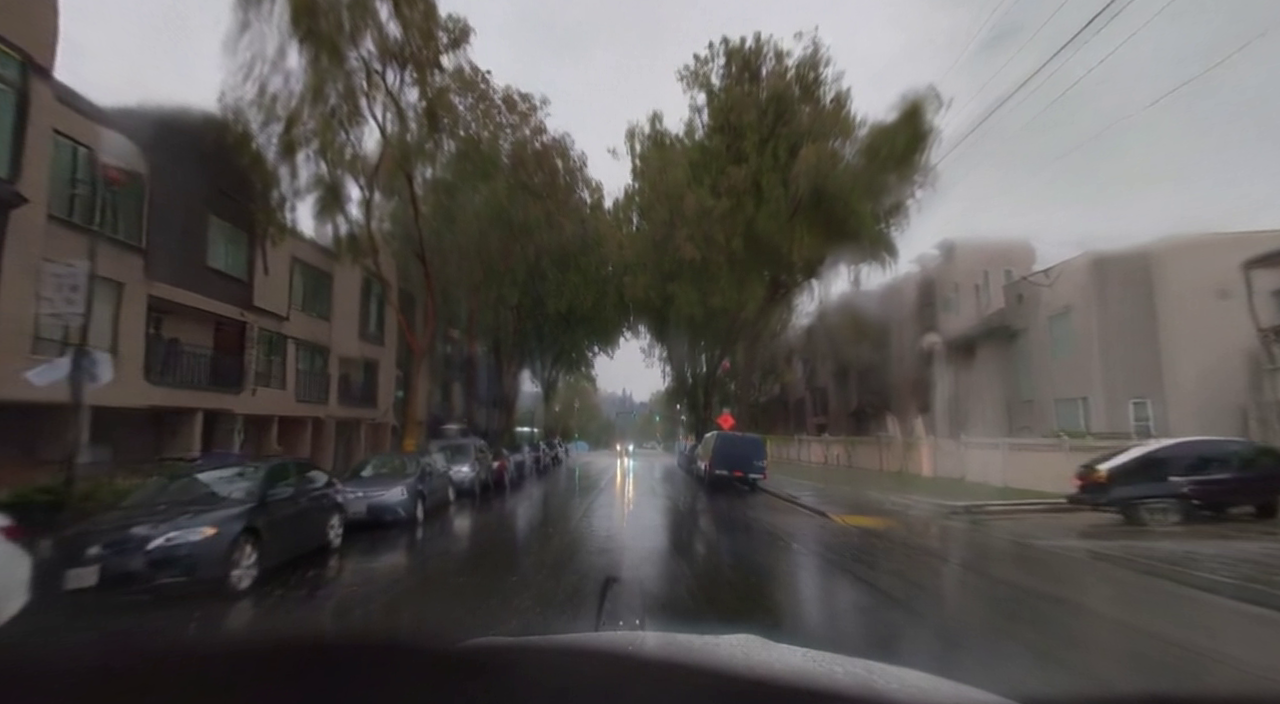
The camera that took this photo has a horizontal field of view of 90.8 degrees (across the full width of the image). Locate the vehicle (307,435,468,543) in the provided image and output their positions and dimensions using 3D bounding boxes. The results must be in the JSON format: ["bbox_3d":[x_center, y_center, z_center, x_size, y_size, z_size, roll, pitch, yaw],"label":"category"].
[{"bbox_3d":[-5.247,2.811,13.833,1.837,1.499,4.443,-2,-2,-1],"label":"vehicle"}]

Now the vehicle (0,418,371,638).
[{"bbox_3d":[-5.297,1.909,8.236,1.824,1.664,4.344,-1,-1,-2],"label":"vehicle"}]

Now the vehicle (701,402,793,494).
[{"bbox_3d":[3.706,3.153,21.585,1.961,2.656,3.047,-1,-1,35],"label":"vehicle"}]
